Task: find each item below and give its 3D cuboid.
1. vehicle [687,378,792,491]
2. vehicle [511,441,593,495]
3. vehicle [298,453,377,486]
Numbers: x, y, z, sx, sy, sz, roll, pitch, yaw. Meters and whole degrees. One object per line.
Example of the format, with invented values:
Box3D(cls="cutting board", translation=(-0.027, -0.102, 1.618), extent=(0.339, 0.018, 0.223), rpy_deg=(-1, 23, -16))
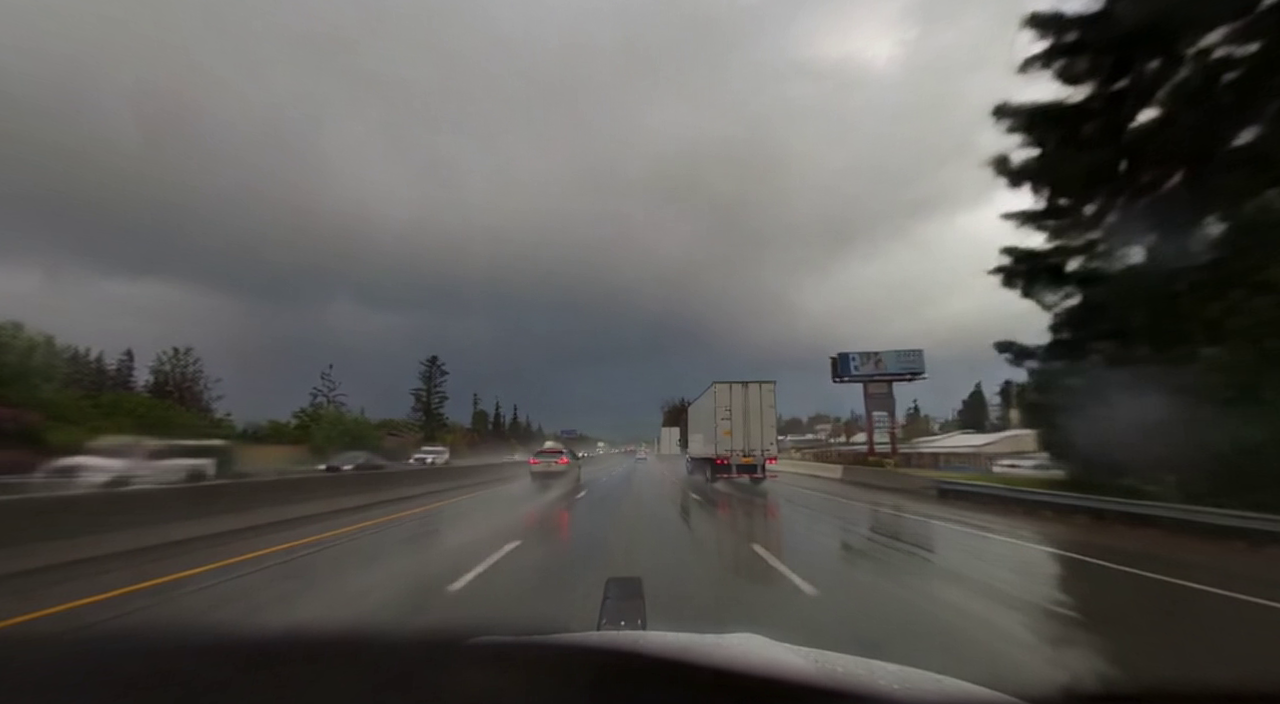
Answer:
Box3D(cls="vehicle", translation=(4.282, 4.226, 30.988), extent=(2.826, 4.269, 14.176), rpy_deg=(0, -9, 0))
Box3D(cls="vehicle", translation=(-3.157, 4.312, 23.823), extent=(2.291, 1.788, 4.825), rpy_deg=(0, -9, 1))
Box3D(cls="vehicle", translation=(-15.843, 6.155, 33.311), extent=(1.928, 1.577, 4.444), rpy_deg=(0, -9, 0))
